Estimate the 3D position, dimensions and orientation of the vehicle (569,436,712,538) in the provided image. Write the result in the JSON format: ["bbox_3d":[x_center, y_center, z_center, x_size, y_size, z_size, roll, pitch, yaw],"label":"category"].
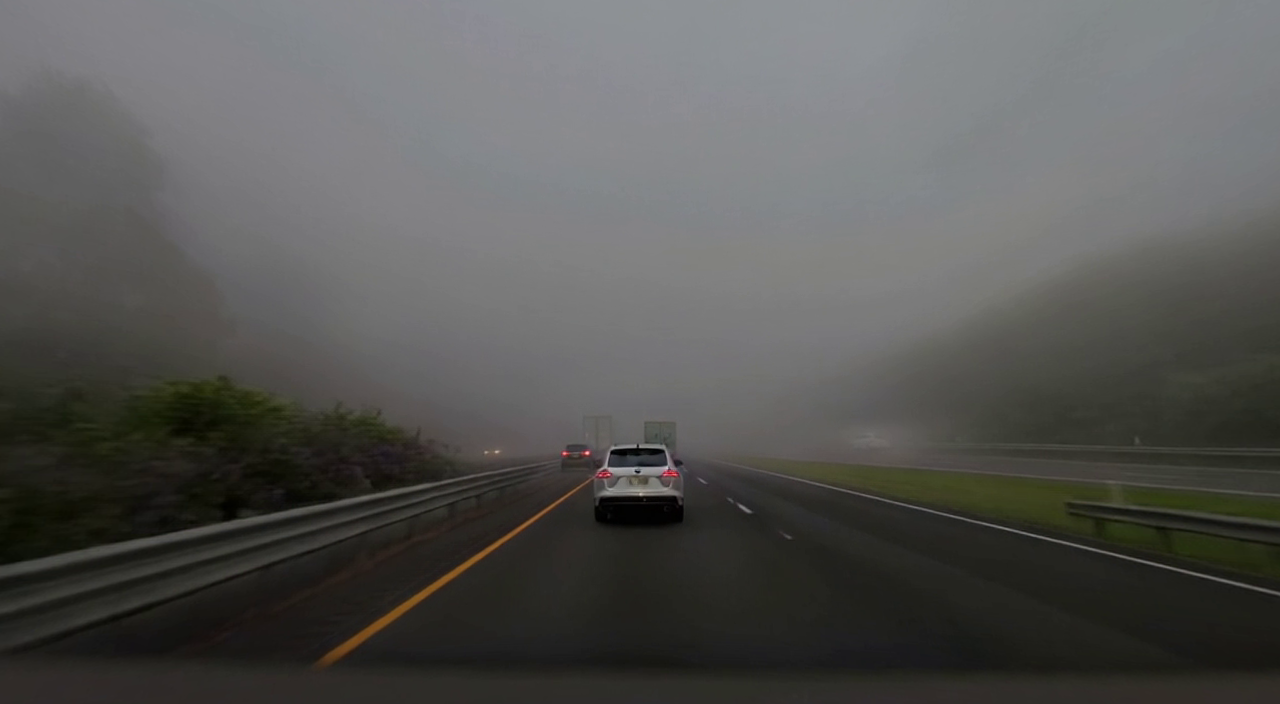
[{"bbox_3d":[-0.019,2.257,11.103,2.057,1.449,3.931,0,-9,-1],"label":"vehicle"}]
